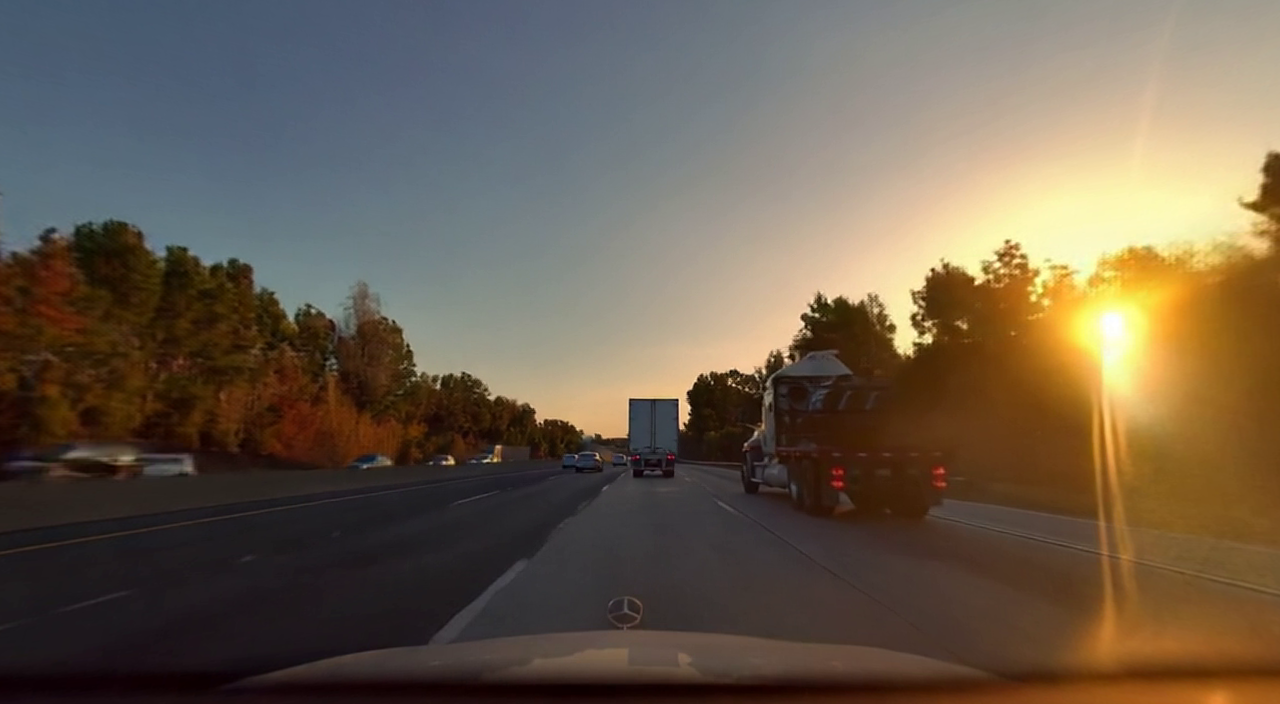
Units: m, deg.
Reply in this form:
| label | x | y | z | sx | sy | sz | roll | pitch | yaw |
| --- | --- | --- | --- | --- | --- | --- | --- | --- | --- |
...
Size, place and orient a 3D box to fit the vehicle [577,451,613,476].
| label | x | y | z | sx | sy | sz | roll | pitch | yaw |
| --- | --- | --- | --- | --- | --- | --- | --- | --- | --- |
| vehicle | -2.891 | 7.289 | 41.448 | 2.061 | 1.555 | 3.900 | 0 | -9 | 1 |

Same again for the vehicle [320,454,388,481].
| label | x | y | z | sx | sy | sz | roll | pitch | yaw |
| --- | --- | --- | --- | --- | --- | --- | --- | --- | --- |
| vehicle | -18.179 | 7.354 | 40.322 | 2.081 | 1.575 | 4.555 | 0 | -9 | 1 |

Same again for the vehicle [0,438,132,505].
| label | x | y | z | sx | sy | sz | roll | pitch | yaw |
| --- | --- | --- | --- | --- | --- | --- | --- | --- | --- |
| vehicle | -18.550 | 3.554 | 19.075 | 2.150 | 1.800 | 4.867 | 0 | -9 | 1 |

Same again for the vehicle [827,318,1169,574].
| label | x | y | z | sx | sy | sz | roll | pitch | yaw |
| --- | --- | --- | --- | --- | --- | --- | --- | --- | --- |
| vehicle | 4.607 | 1.326 | 9.115 | 2.565 | 2.902 | 3.798 | 0 | -9 | 0 |

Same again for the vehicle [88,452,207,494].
| label | x | y | z | sx | sy | sz | roll | pitch | yaw |
| --- | --- | --- | --- | --- | --- | --- | --- | --- | --- |
| vehicle | -21.848 | 5.338 | 28.213 | 1.894 | 1.678 | 4.245 | 0 | -9 | 0 |

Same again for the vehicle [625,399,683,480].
| label | x | y | z | sx | sy | sz | roll | pitch | yaw |
| --- | --- | --- | --- | --- | --- | --- | --- | --- | --- |
| vehicle | 0.672 | 5.333 | 37.853 | 2.875 | 4.056 | 12.312 | 0 | -9 | 0 |
